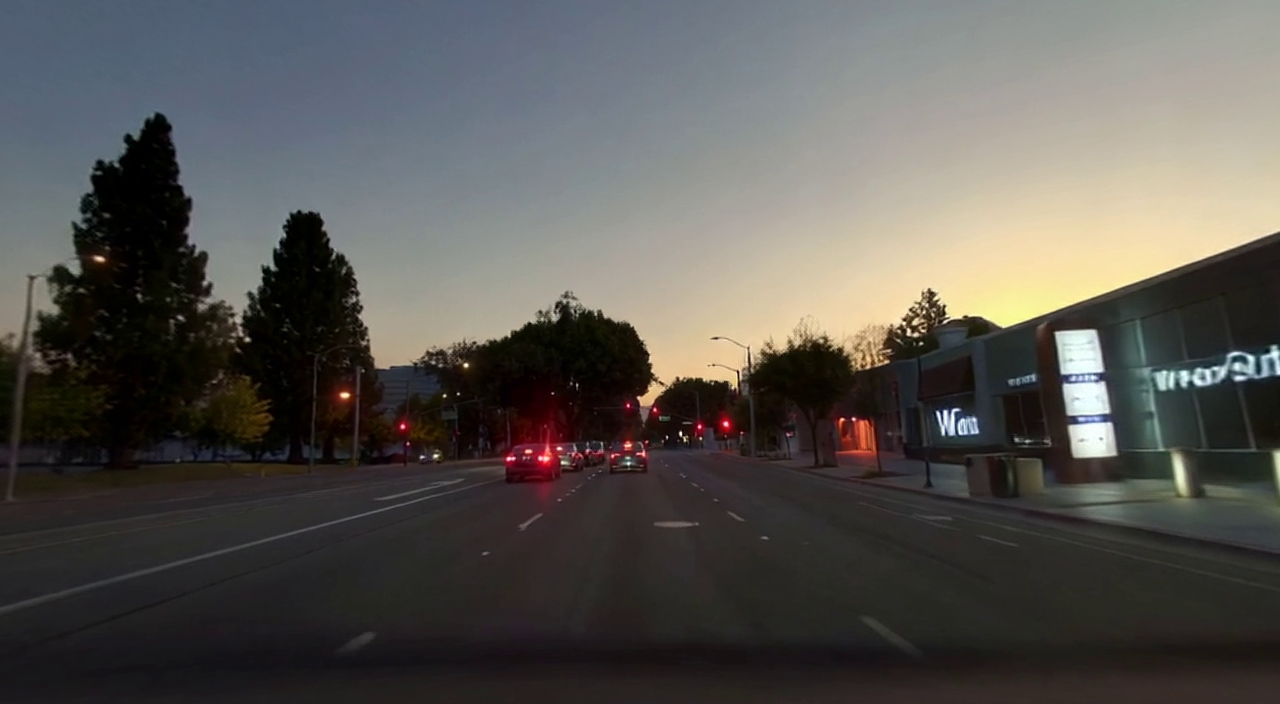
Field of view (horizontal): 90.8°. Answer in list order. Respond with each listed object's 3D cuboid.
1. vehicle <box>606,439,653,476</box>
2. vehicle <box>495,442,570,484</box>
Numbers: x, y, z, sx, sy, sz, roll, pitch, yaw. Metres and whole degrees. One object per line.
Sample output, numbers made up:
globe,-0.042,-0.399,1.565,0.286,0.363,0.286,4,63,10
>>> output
vehicle,-0.443,4.846,29.266,2.042,1.555,3.912,0,-9,0
vehicle,-4.019,4.222,24.404,2.020,1.457,4.496,0,-9,1
